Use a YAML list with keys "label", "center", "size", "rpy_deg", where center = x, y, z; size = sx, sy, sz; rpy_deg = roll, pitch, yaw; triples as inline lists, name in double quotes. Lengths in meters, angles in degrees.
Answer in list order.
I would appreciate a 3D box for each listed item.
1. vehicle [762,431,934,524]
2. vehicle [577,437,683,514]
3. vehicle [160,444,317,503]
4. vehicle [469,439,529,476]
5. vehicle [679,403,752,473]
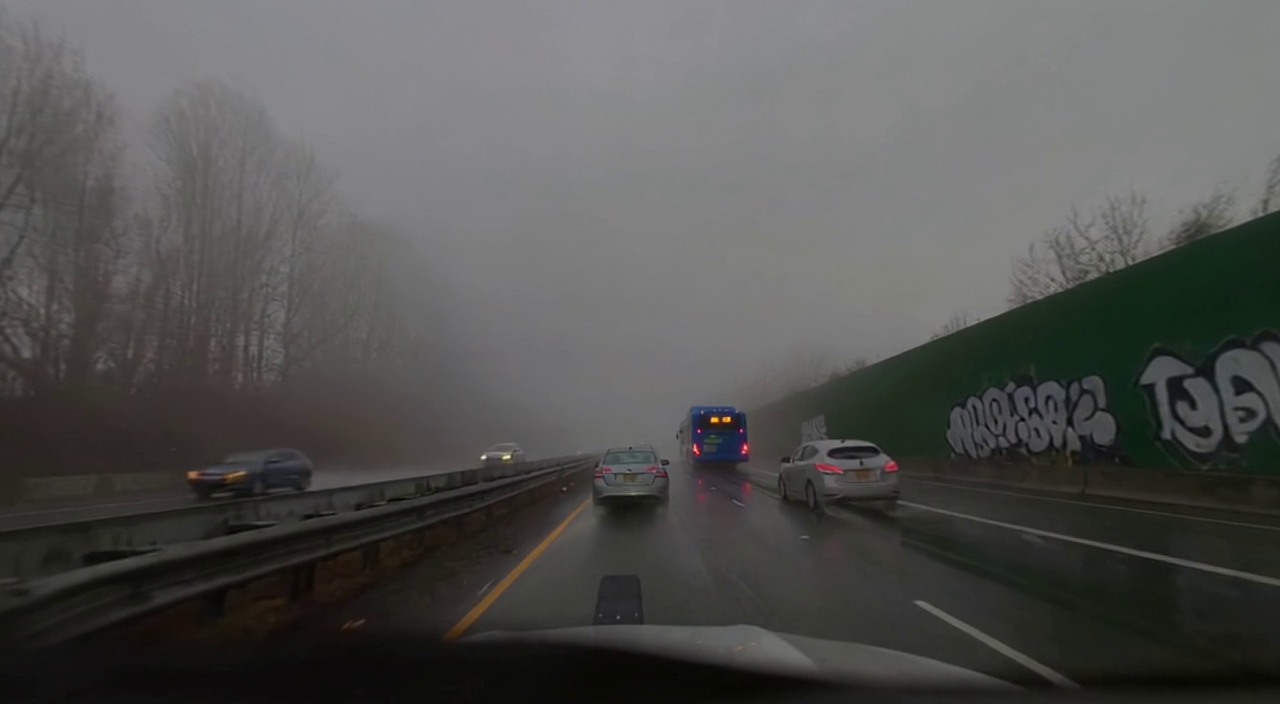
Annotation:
- label: "vehicle"
  center: [3.841, 2.393, 12.410]
  size: [1.995, 1.507, 3.915]
  rpy_deg: [0, -9, -1]
- label: "vehicle"
  center: [-0.223, 2.854, 14.931]
  size: [2.160, 1.532, 4.073]
  rpy_deg: [0, -9, 0]
- label: "vehicle"
  center: [-12.812, 3.885, 20.442]
  size: [2.090, 1.680, 4.456]
  rpy_deg: [-1, -9, 1]
- label: "vehicle"
  center: [-8.287, 6.256, 37.378]
  size: [2.319, 1.983, 4.918]
  rpy_deg: [-1, -9, 1]
- label: "vehicle"
  center: [4.151, 5.263, 37.587]
  size: [3.055, 3.479, 12.521]
  rpy_deg: [-1, -9, 1]
